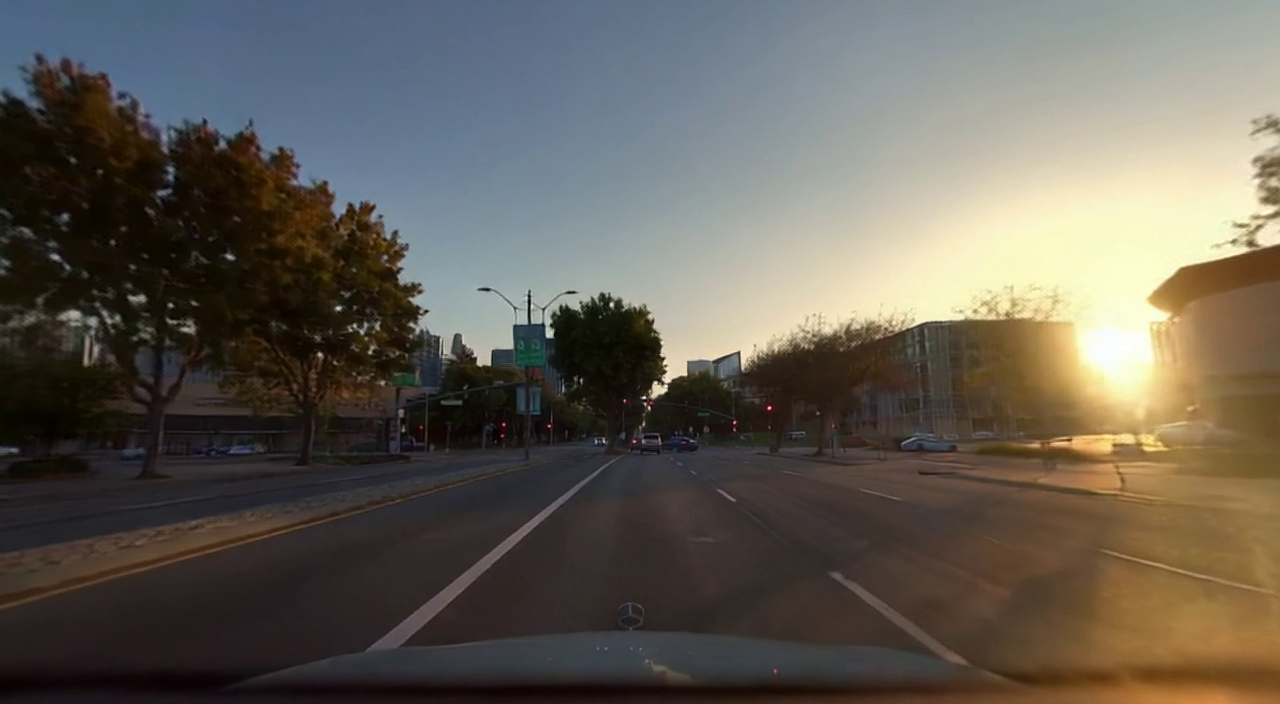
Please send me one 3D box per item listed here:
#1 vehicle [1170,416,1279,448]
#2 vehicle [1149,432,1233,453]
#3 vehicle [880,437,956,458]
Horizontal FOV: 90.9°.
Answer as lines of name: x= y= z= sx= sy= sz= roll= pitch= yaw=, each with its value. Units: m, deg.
vehicle: x=42.854 y=5.913 z=46.177 sx=2.372 sy=2.151 sz=6.657 roll=-1 pitch=-8 yaw=2
vehicle: x=40.015 y=6.617 z=45.929 sx=1.770 sy=1.442 sz=4.897 roll=0 pitch=-8 yaw=1
vehicle: x=19.998 y=6.863 z=45.432 sx=4.479 sy=1.488 sz=2.038 roll=0 pitch=-8 yaw=-1
